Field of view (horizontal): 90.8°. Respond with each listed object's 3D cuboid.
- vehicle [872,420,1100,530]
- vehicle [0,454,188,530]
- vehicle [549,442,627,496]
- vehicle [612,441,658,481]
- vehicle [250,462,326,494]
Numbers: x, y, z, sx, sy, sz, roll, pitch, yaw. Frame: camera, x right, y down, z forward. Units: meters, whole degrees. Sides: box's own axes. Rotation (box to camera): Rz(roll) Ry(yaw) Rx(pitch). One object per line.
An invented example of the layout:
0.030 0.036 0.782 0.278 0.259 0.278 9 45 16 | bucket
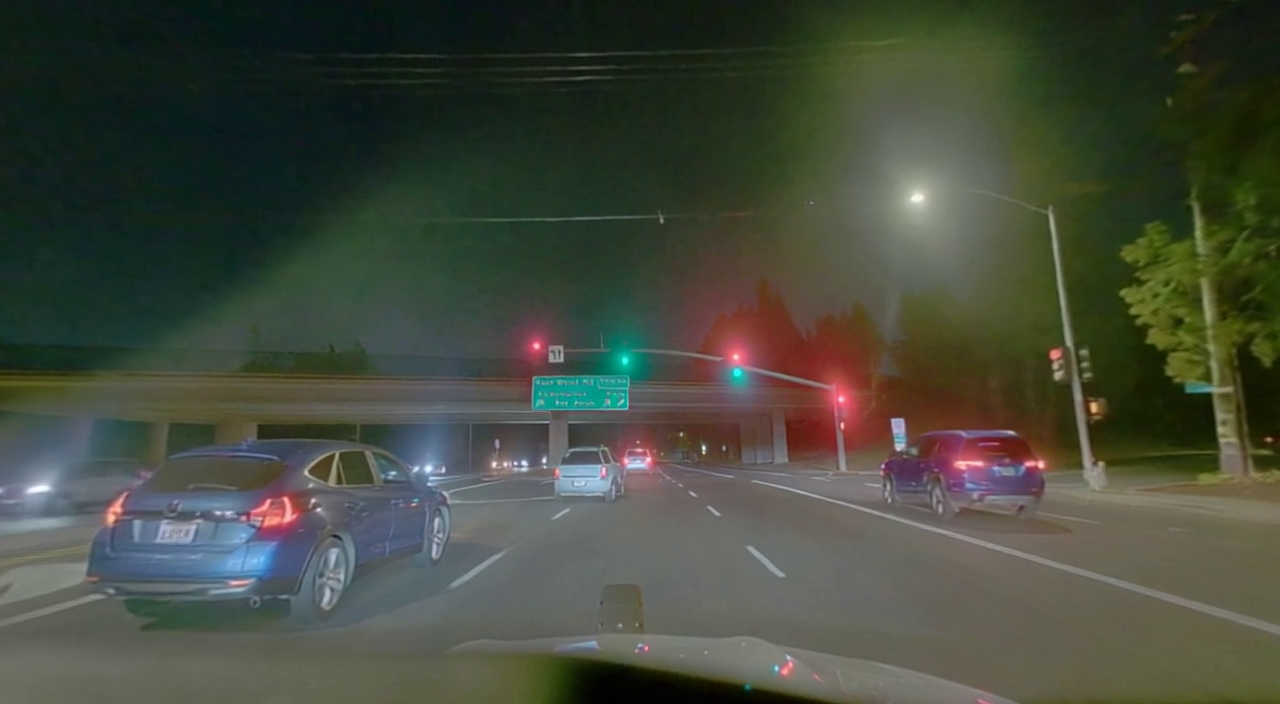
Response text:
6.513 2.349 12.638 2.074 1.785 4.320 0 -8 0 | vehicle
-15.863 3.937 18.348 2.007 1.730 4.774 -3 -8 -1 | vehicle
-1.819 4.296 23.689 2.060 1.768 4.681 -1 -8 6 | vehicle
-0.174 5.875 34.397 2.342 2.026 4.642 -1 -8 2 | vehicle
-19.570 6.993 35.349 1.857 1.534 4.221 0 -8 -1 | vehicle
